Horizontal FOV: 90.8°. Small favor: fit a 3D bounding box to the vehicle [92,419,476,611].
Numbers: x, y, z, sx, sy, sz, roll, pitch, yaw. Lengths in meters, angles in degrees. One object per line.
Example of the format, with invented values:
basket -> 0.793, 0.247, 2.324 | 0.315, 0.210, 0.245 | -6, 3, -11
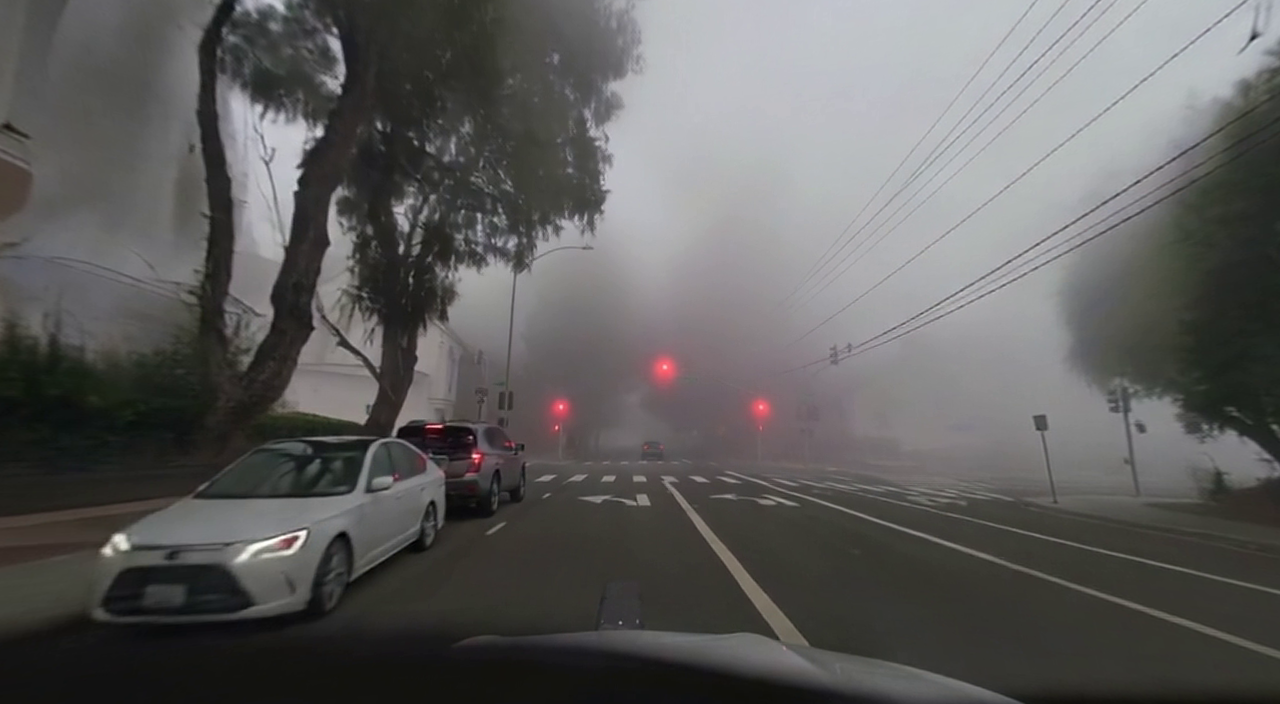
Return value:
vehicle -> -3.494, 1.672, 7.502 | 1.855, 1.534, 4.644 | 0, -9, 0
